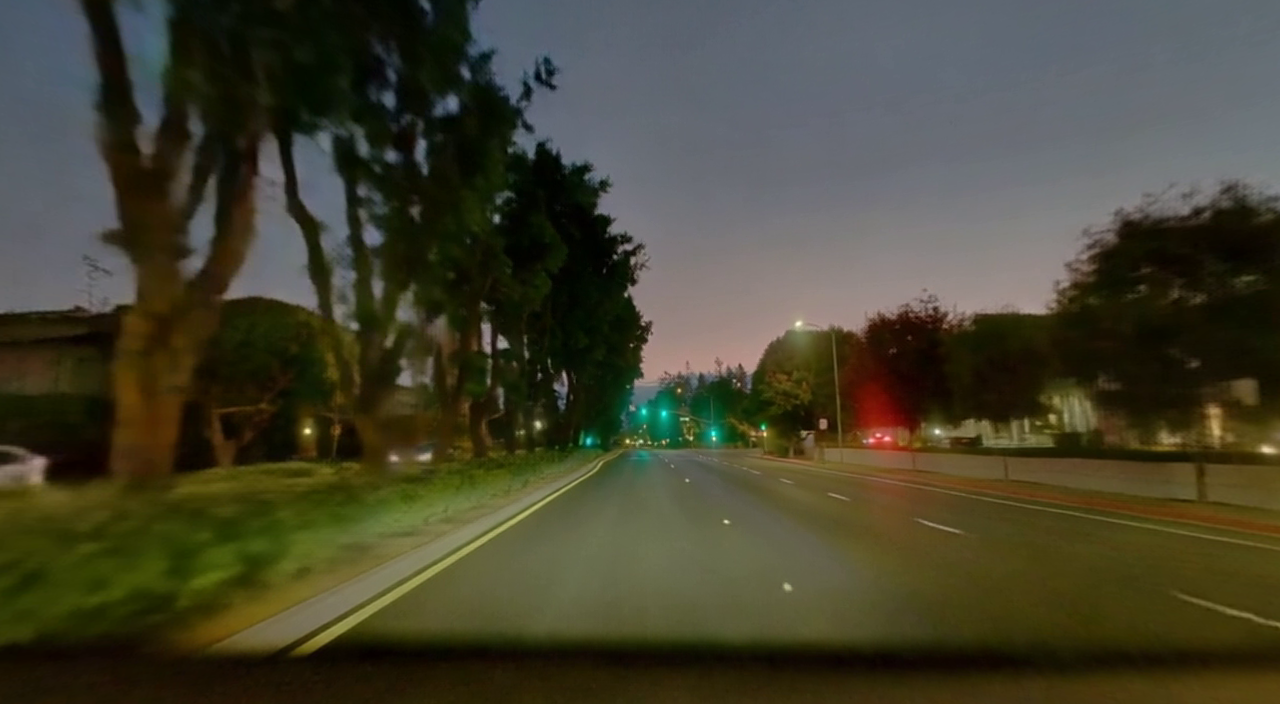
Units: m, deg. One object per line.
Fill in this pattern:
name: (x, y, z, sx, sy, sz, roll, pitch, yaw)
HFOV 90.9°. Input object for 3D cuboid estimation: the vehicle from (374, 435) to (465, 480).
vehicle: (-8.246, 3.986, 24.044, 1.936, 1.525, 4.214, 0, -8, 0)
